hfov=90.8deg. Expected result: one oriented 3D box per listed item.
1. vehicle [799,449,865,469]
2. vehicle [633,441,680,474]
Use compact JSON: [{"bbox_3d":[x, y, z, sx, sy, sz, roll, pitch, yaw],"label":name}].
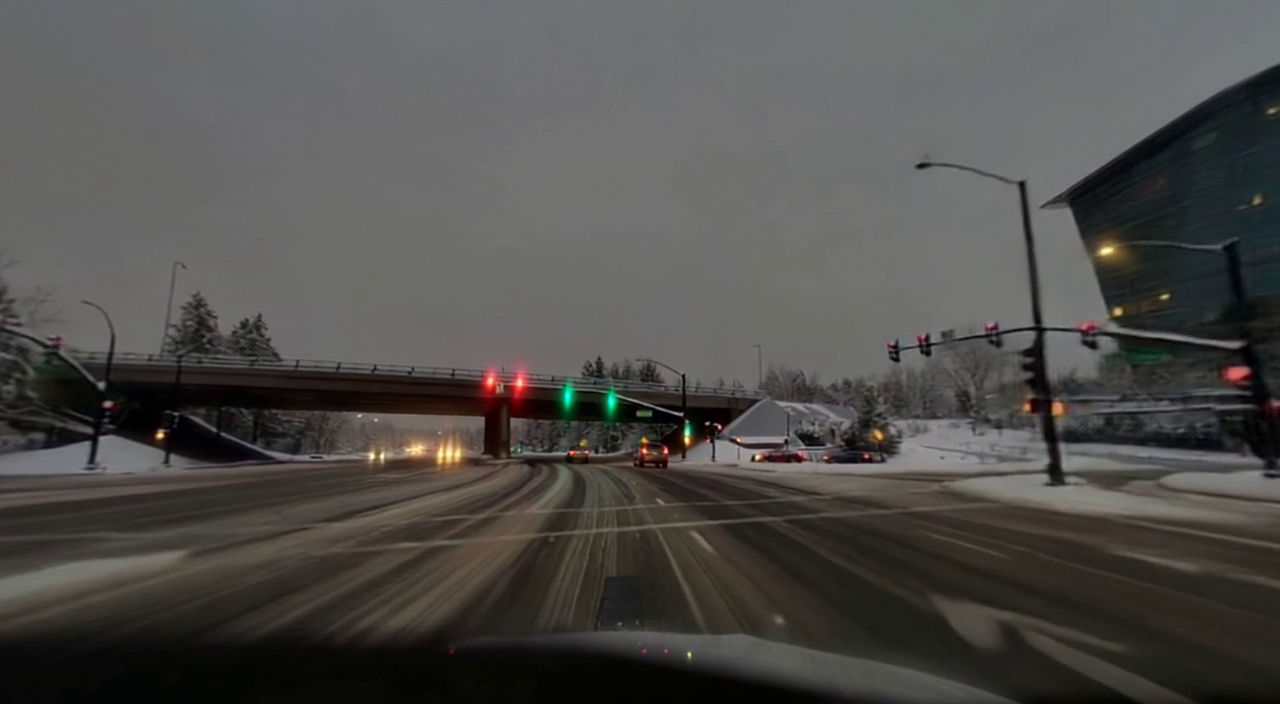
[{"bbox_3d":[14.437,7.990,47.489,4.538,1.417,1.948,4,-9,-26],"label":"vehicle"},{"bbox_3d":[0.856,5.896,35.454,2.024,1.724,3.928,1,-9,-7],"label":"vehicle"}]
